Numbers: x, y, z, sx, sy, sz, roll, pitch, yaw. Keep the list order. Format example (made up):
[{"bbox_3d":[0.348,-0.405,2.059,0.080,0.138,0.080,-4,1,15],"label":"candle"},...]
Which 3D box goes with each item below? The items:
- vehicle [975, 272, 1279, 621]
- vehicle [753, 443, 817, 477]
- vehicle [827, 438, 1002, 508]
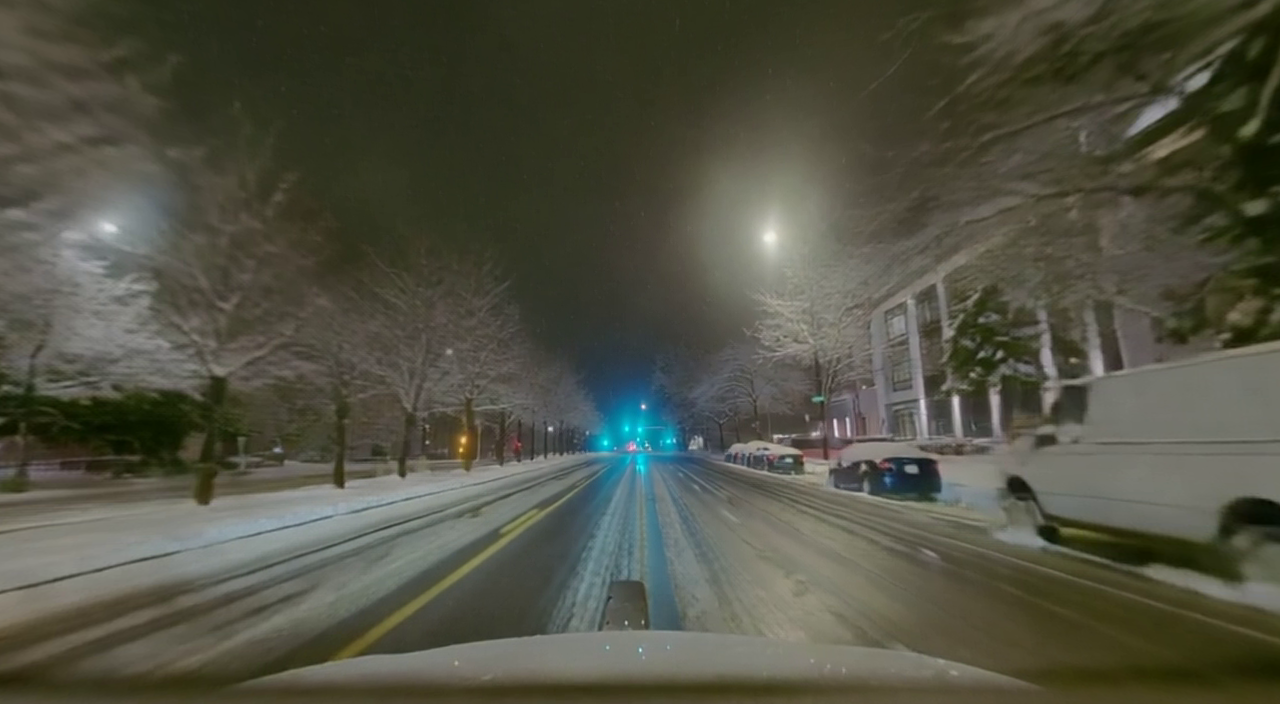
[{"bbox_3d":[6.241,0.891,5.982,2.762,2.607,6.182,0,-8,1],"label":"vehicle"},{"bbox_3d":[6.716,5.034,29.669,1.847,1.472,4.846,0,-8,0],"label":"vehicle"},{"bbox_3d":[6.616,2.959,16.006,2.109,1.477,4.963,0,-8,-1],"label":"vehicle"}]
